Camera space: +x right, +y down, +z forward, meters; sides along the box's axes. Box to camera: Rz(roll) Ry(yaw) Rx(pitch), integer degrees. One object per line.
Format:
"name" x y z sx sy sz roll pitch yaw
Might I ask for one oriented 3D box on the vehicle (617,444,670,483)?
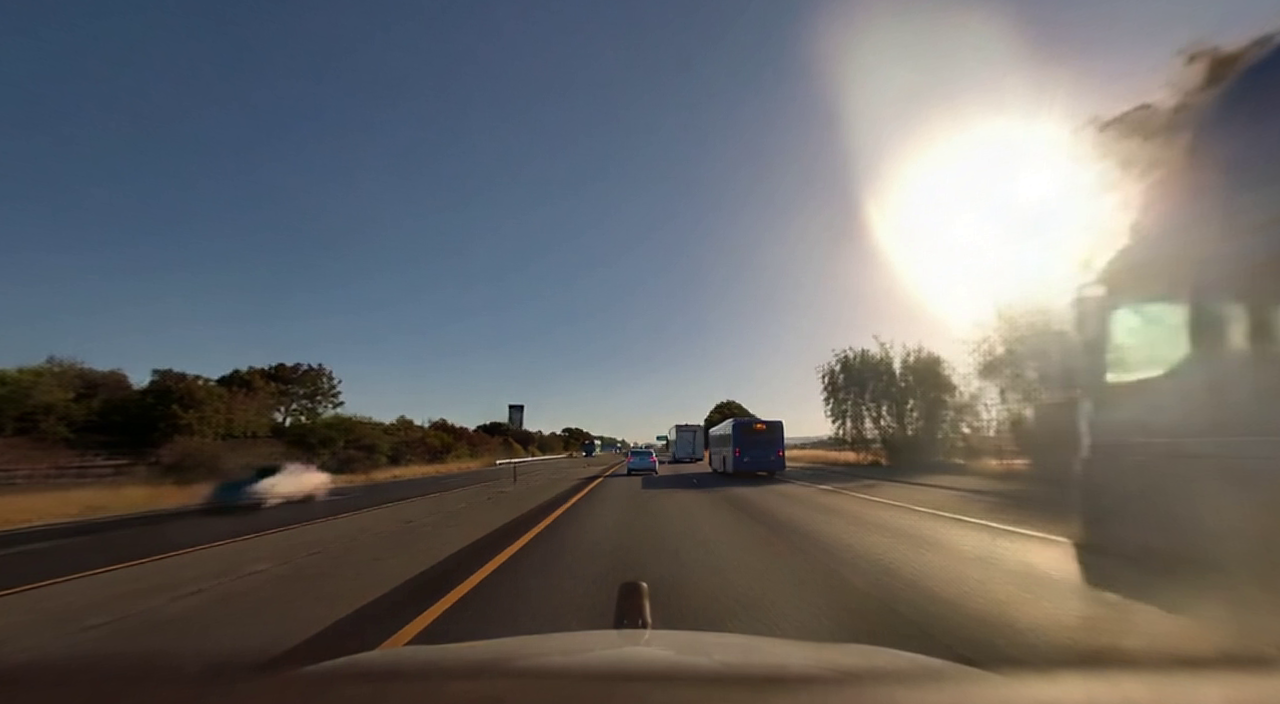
"vehicle" 0.108 4.485 25.527 2.004 1.449 3.817 0 -9 -1

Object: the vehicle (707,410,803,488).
"vehicle" 4.165 3.704 24.085 2.440 2.555 5.957 0 -9 -1

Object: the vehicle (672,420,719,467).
"vehicle" 4.217 7.245 49.679 2.883 3.358 7.942 0 -9 -1

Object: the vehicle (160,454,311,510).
"vehicle" -12.518 4.017 19.898 2.025 1.546 4.069 0 -9 0
